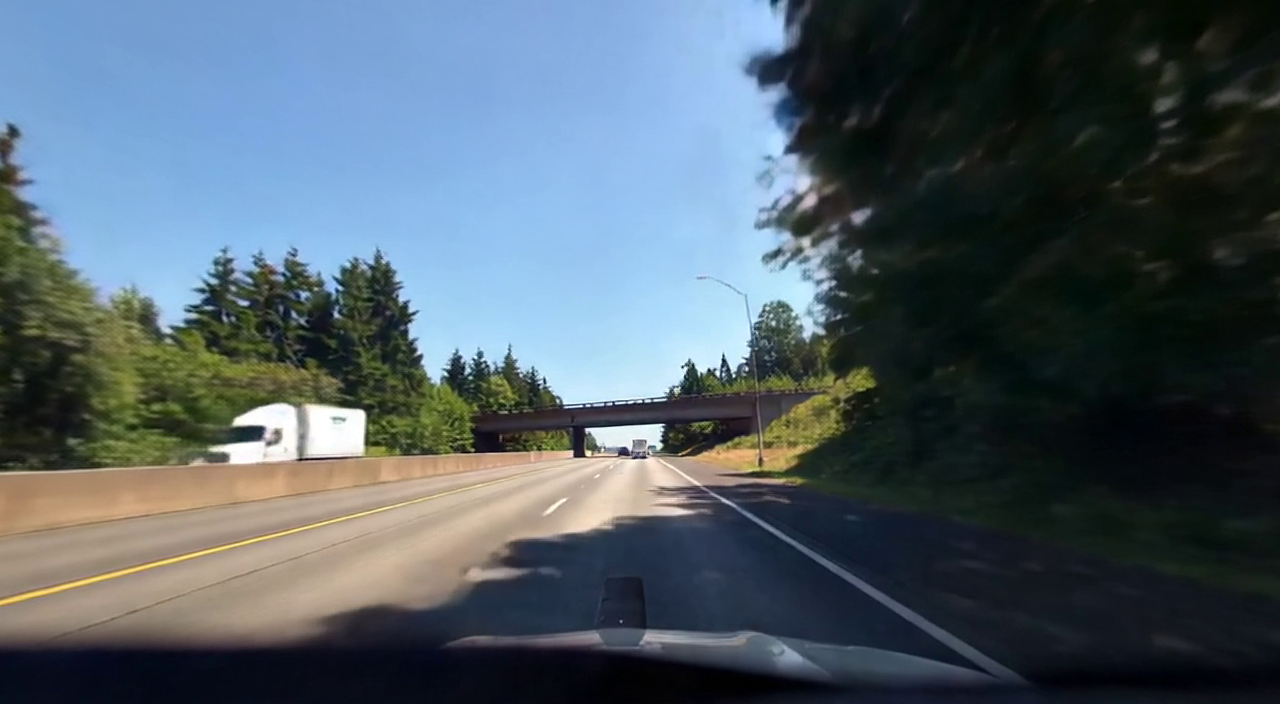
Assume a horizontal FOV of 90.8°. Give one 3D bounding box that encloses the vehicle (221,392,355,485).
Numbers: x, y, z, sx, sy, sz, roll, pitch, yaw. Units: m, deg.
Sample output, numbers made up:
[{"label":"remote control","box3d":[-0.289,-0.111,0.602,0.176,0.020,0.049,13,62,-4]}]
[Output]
[{"label":"vehicle","box3d":[-16.642,4.198,30.415,3.007,3.979,5.840,0,-9,-1]}]
